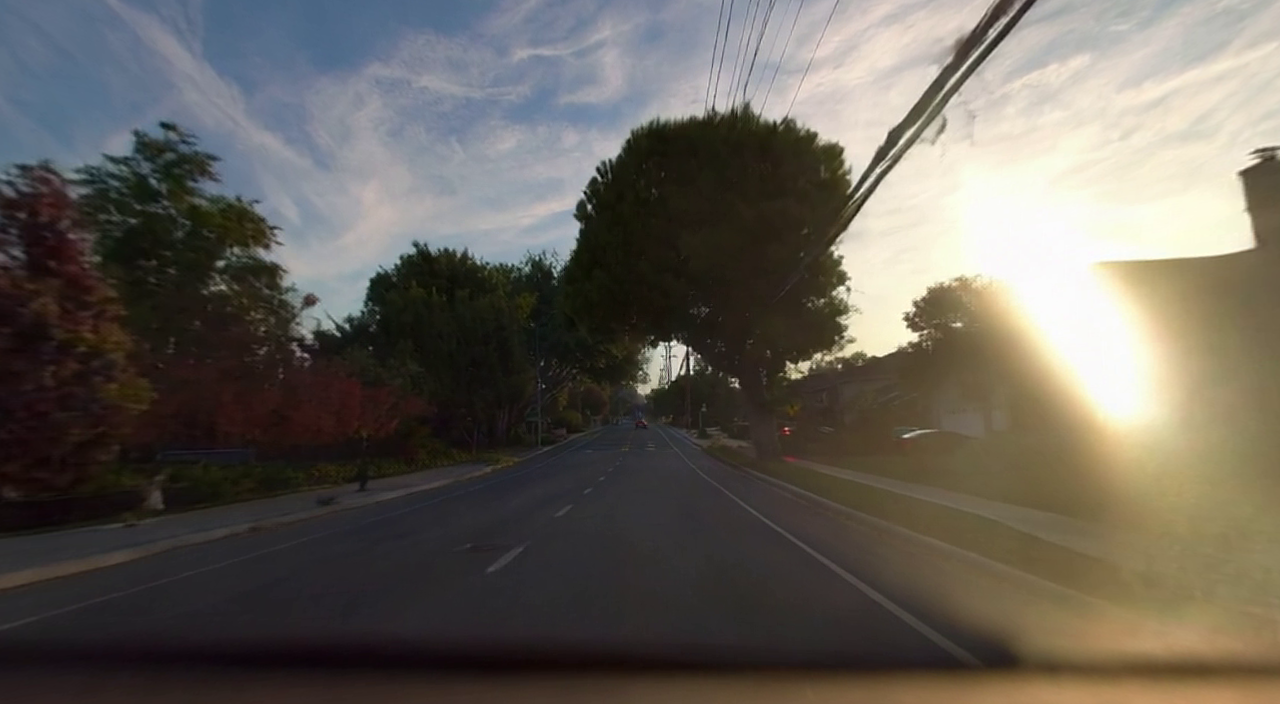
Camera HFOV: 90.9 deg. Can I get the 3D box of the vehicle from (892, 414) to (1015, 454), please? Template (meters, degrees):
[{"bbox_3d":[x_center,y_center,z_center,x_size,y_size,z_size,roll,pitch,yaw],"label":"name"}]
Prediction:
[{"bbox_3d":[15.065,4.025,30.562,5.046,1.548,2.174,-7,-11,24],"label":"vehicle"}]

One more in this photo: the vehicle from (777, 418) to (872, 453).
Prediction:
[{"bbox_3d":[10.641,4.845,36.357,4.707,1.794,2.303,-7,-9,29],"label":"vehicle"}]
